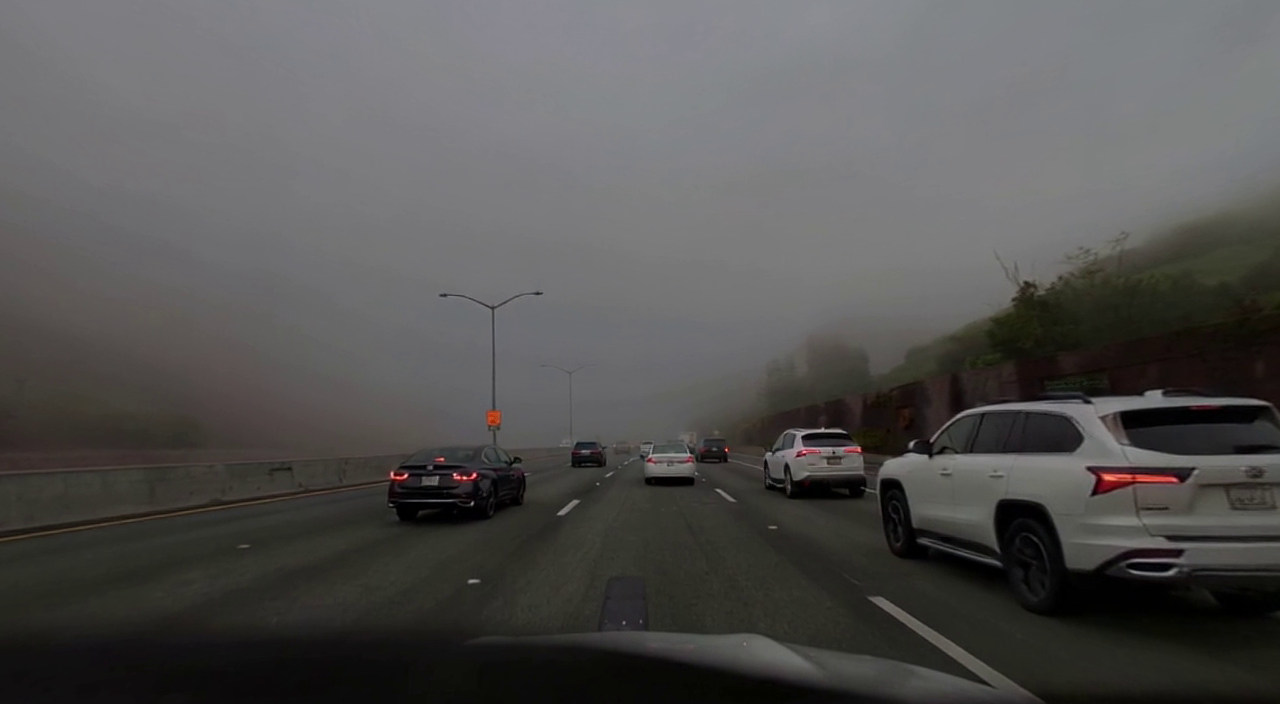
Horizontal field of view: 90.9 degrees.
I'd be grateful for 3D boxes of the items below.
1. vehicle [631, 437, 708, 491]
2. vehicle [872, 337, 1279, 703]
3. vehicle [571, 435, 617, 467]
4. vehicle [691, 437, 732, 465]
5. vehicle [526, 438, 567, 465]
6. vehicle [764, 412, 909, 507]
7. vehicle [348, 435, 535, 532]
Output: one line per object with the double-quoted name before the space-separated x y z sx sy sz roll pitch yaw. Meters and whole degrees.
"vehicle" 0.773 3.362 19.374 2.105 1.471 3.978 0 -8 -1
"vehicle" 3.771 1.133 5.381 1.930 1.831 4.344 0 -8 0
"vehicle" -2.642 5.850 37.519 2.154 1.793 4.736 0 -8 2
"vehicle" 4.016 5.643 36.167 1.855 1.513 3.915 0 -8 0
"vehicle" -6.485 6.930 44.263 2.055 1.751 4.825 0 -8 2
"vehicle" 4.389 2.489 14.991 1.970 1.872 4.575 0 -8 0
"vehicle" -3.379 2.308 11.791 1.961 1.456 4.362 0 -8 2
